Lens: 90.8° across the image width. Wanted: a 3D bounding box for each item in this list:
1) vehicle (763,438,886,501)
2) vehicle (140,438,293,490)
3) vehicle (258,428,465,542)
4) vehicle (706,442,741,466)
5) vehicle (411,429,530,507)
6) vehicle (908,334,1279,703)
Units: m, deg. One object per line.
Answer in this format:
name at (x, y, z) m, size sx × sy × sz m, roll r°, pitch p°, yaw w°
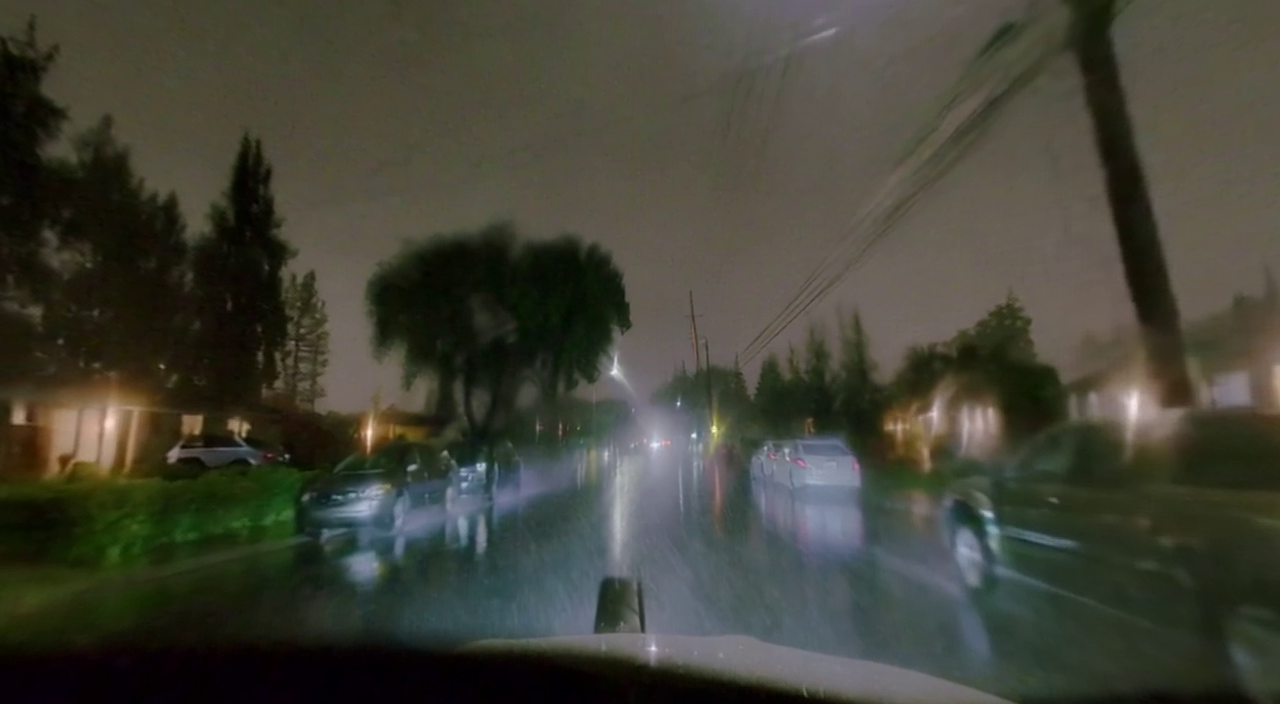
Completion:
vehicle at (4.941, 3.204, 17.792) m, size 2.090 × 1.489 × 4.952 m, roll -1°, pitch -8°, yaw 2°
vehicle at (-17.720, 4.670, 26.654) m, size 4.832 × 2.033 × 2.045 m, roll 0°, pitch -8°, yaw -5°
vehicle at (-5.332, 2.595, 12.875) m, size 2.118 × 1.753 × 4.377 m, roll -5°, pitch -9°, yaw 2°
vehicle at (5.744, 7.080, 44.013) m, size 1.906 × 1.503 × 4.498 m, roll -1°, pitch -8°, yaw 2°
vehicle at (-4.875, 3.410, 18.866) m, size 2.156 × 1.859 × 4.573 m, roll -4°, pitch -9°, yaw 1°
vehicle at (3.852, 0.986, 3.808) m, size 2.122 × 1.809 × 5.421 m, roll -1°, pitch -8°, yaw 1°
